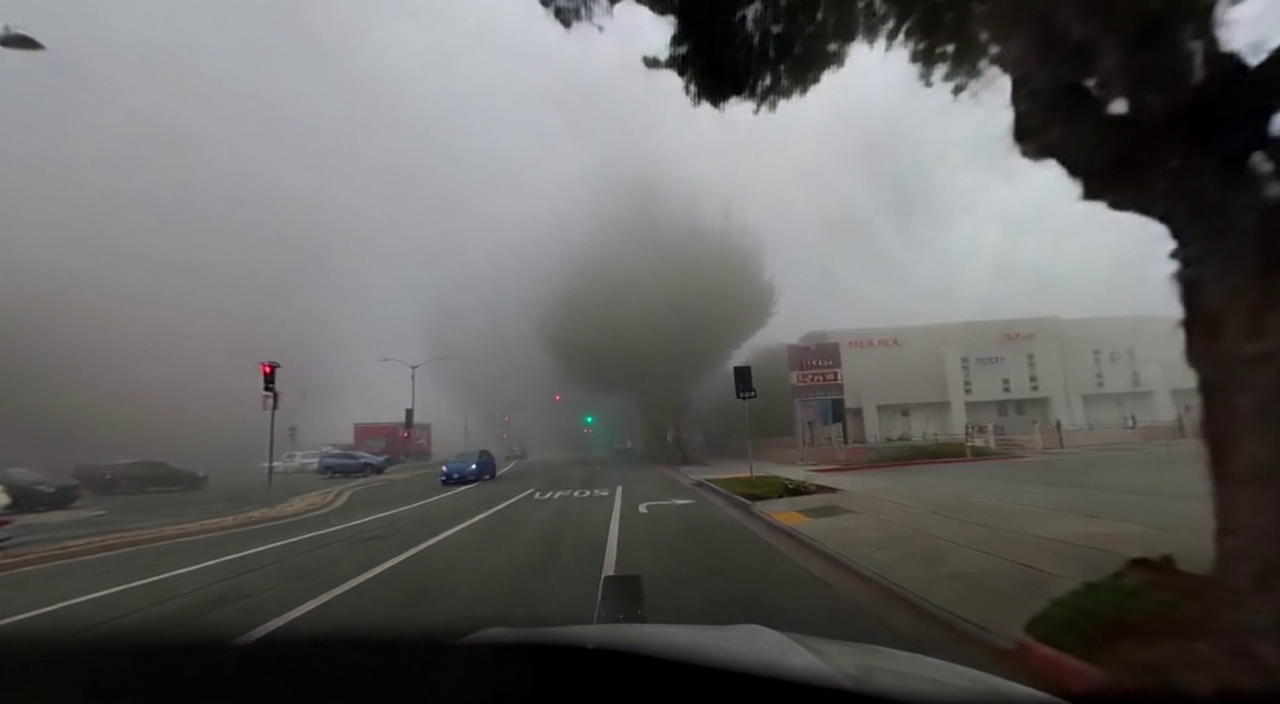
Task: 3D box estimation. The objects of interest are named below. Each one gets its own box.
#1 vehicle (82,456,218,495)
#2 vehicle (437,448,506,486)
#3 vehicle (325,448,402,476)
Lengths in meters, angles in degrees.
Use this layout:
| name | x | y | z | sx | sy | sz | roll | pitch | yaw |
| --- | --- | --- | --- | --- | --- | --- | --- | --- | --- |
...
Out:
| name | x | y | z | sx | sy | sz | roll | pitch | yaw |
| --- | --- | --- | --- | --- | --- | --- | --- | --- | --- |
| vehicle | -21.948 | 5.542 | 28.555 | 1.928 | 1.490 | 4.462 | -4 | -9 | 16 |
| vehicle | -7.363 | 5.045 | 28.018 | 1.899 | 1.517 | 4.384 | 0 | -8 | -1 |
| vehicle | -18.097 | 7.206 | 41.629 | 2.101 | 1.721 | 4.587 | -3 | -9 | 17 |
